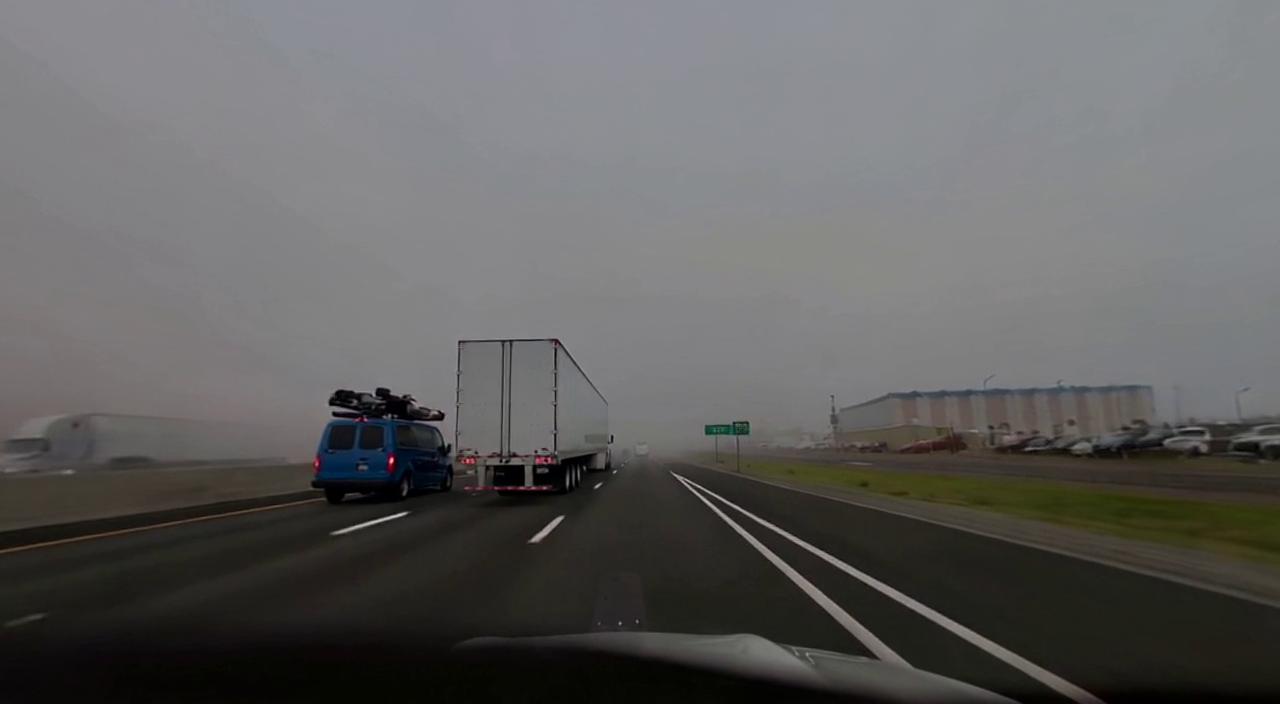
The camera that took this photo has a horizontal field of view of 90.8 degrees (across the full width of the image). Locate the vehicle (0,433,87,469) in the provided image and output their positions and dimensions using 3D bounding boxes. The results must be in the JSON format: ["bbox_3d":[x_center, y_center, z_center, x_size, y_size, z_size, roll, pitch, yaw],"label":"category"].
[{"bbox_3d":[-31.243,5.013,31.946,2.079,1.690,4.869,-3,-7,1],"label":"vehicle"}]

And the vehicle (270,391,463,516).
[{"bbox_3d":[-6.714,2.614,16.623,2.385,2.672,6.049,0,-8,-1],"label":"vehicle"}]

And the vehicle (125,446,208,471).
[{"bbox_3d":[-31.081,6.974,41.635,1.952,1.566,4.548,0,-8,0],"label":"vehicle"}]

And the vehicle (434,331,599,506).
[{"bbox_3d":[-3.449,2.794,23.199,2.939,4.132,16.303,1,-9,-1],"label":"vehicle"}]

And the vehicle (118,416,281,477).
[{"bbox_3d":[-31.167,6.845,45.911,2.852,3.749,12.932,0,-8,-2],"label":"vehicle"}]

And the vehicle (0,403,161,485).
[{"bbox_3d":[-31.261,4.968,34.095,3.006,3.764,9.846,0,-8,0],"label":"vehicle"}]
